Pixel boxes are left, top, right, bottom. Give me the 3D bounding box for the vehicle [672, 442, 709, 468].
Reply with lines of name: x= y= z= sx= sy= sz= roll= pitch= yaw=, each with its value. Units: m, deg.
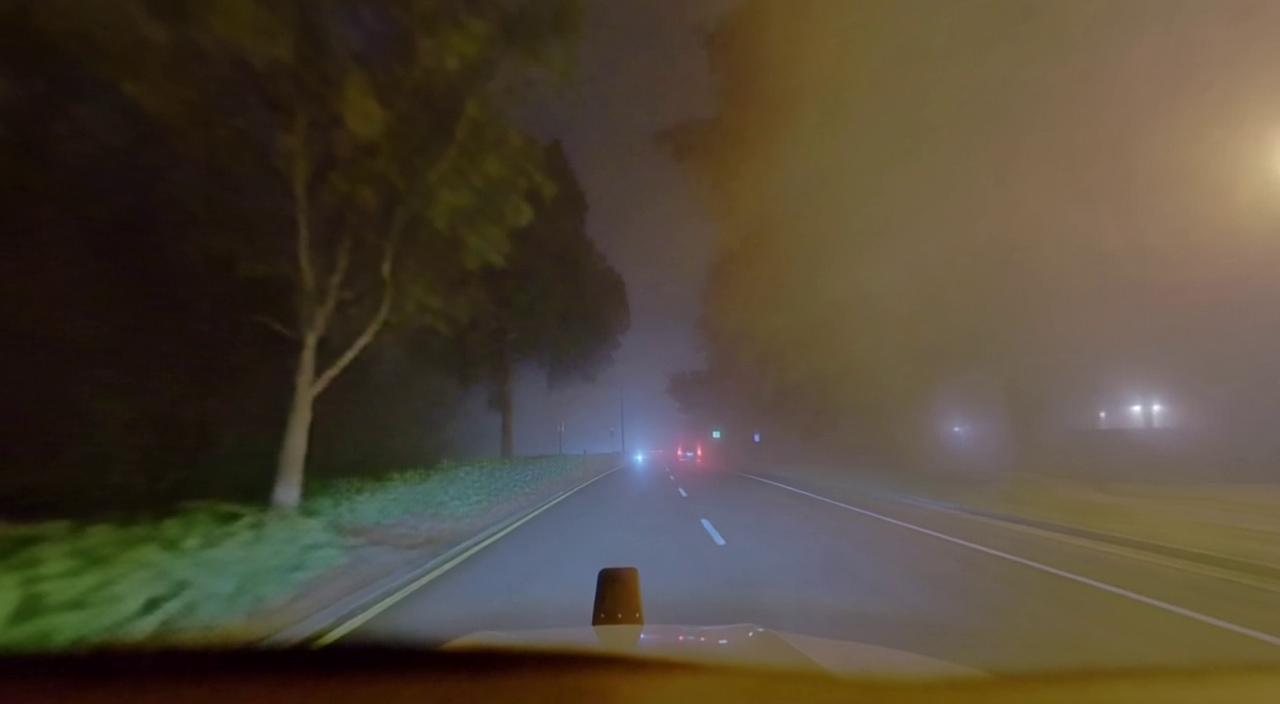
vehicle: x=3.197 y=6.630 z=40.589 sx=2.044 sy=1.537 sz=4.528 roll=0 pitch=-8 yaw=0
